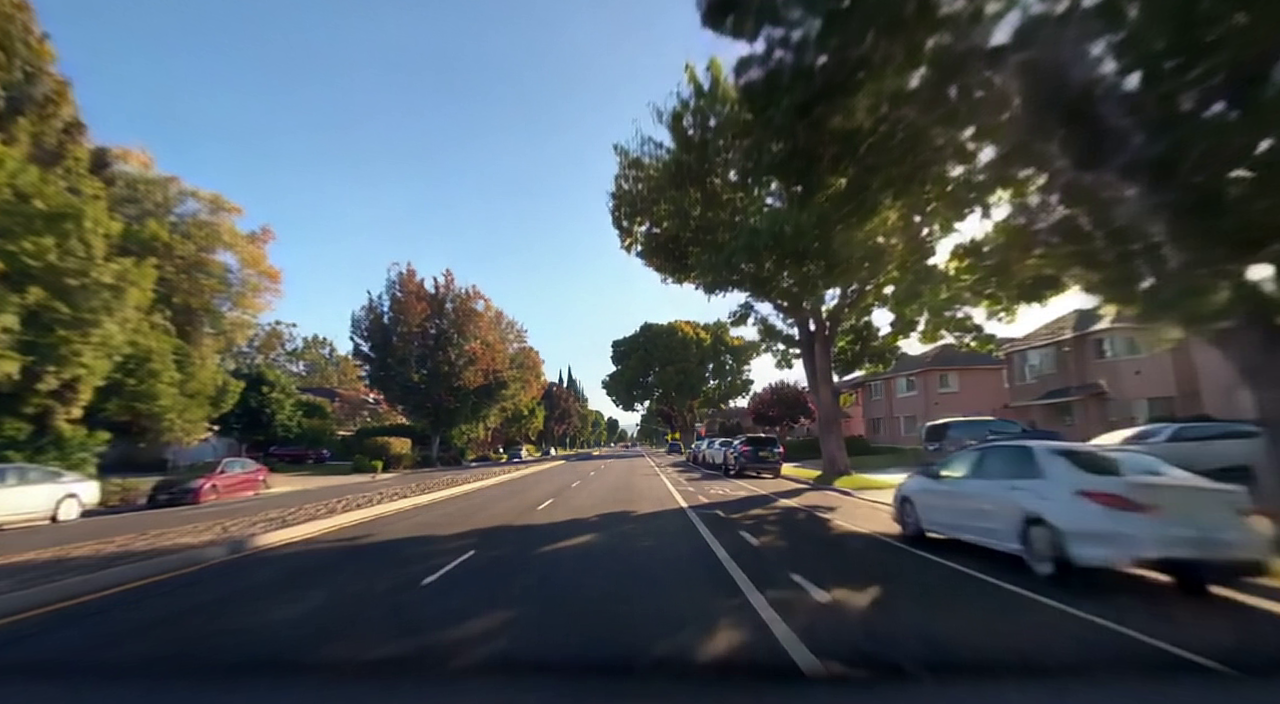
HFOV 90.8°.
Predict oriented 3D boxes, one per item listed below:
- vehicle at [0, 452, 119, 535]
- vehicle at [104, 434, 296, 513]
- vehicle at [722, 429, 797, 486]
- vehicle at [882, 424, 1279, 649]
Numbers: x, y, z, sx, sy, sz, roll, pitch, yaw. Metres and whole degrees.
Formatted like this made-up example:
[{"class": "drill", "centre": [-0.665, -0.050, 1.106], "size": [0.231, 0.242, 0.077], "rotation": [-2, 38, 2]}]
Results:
[{"class": "vehicle", "centre": [-12.553, 2.683, 11.642], "size": [1.925, 1.498, 4.850], "rotation": [-5, -9, -1]}, {"class": "vehicle", "centre": [-12.601, 3.501, 18.652], "size": [2.075, 1.917, 4.984], "rotation": [-2, -9, 0]}, {"class": "vehicle", "centre": [4.404, 3.940, 24.164], "size": [2.074, 1.838, 5.402], "rotation": [1, -8, 3]}, {"class": "vehicle", "centre": [4.691, 1.595, 6.808], "size": [2.035, 1.498, 4.910], "rotation": [0, -8, -2]}]
